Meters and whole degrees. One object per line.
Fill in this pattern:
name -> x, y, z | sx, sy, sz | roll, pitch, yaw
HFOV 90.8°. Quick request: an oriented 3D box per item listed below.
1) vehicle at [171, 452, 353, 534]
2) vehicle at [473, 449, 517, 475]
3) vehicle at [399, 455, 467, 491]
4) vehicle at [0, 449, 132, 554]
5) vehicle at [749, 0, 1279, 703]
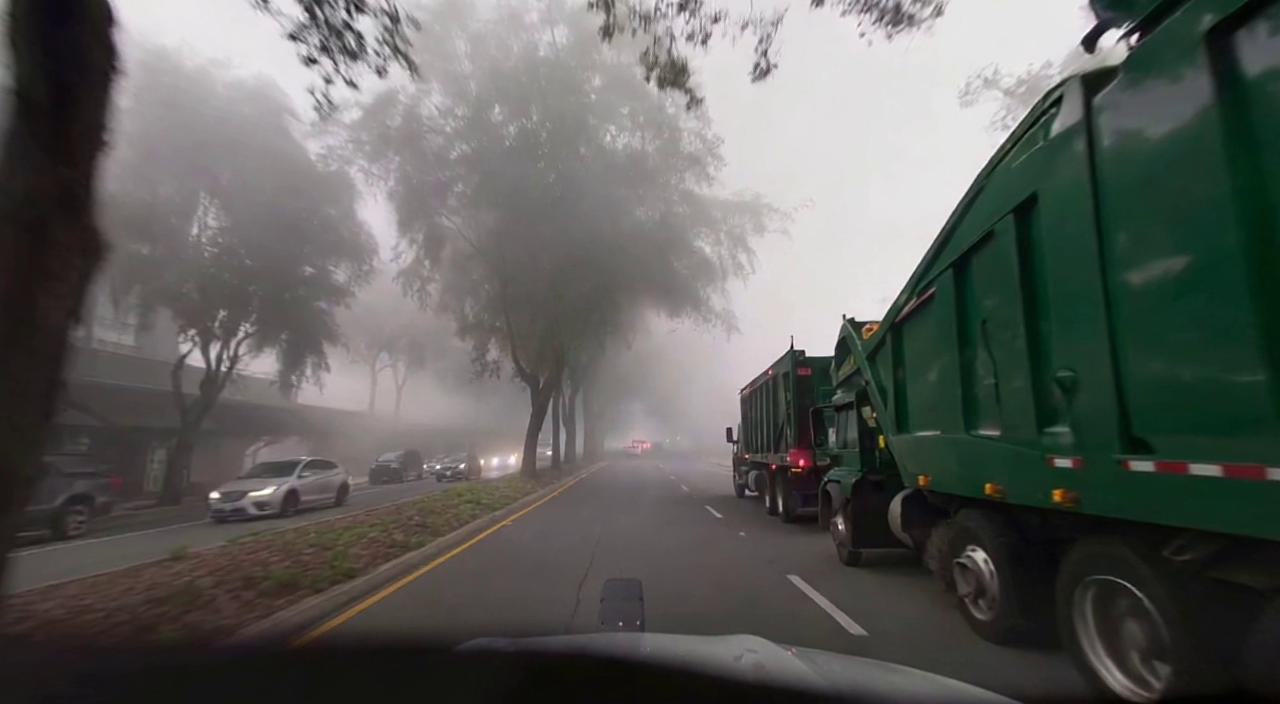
vehicle -> -9.361, 3.463, 16.204 | 1.959, 1.749, 4.488 | 0, -9, -2
vehicle -> -10.339, 7.864, 45.406 | 2.089, 1.754, 4.573 | 0, -9, -1
vehicle -> -9.825, 5.749, 30.317 | 1.953, 1.539, 4.326 | 0, -9, -2
vehicle -> -13.376, 2.979, 12.481 | 2.281, 1.982, 5.537 | -3, -8, -2
vehicle -> 3.604, 0.630, 6.901 | 2.731, 3.407, 10.262 | 0, -9, -1
